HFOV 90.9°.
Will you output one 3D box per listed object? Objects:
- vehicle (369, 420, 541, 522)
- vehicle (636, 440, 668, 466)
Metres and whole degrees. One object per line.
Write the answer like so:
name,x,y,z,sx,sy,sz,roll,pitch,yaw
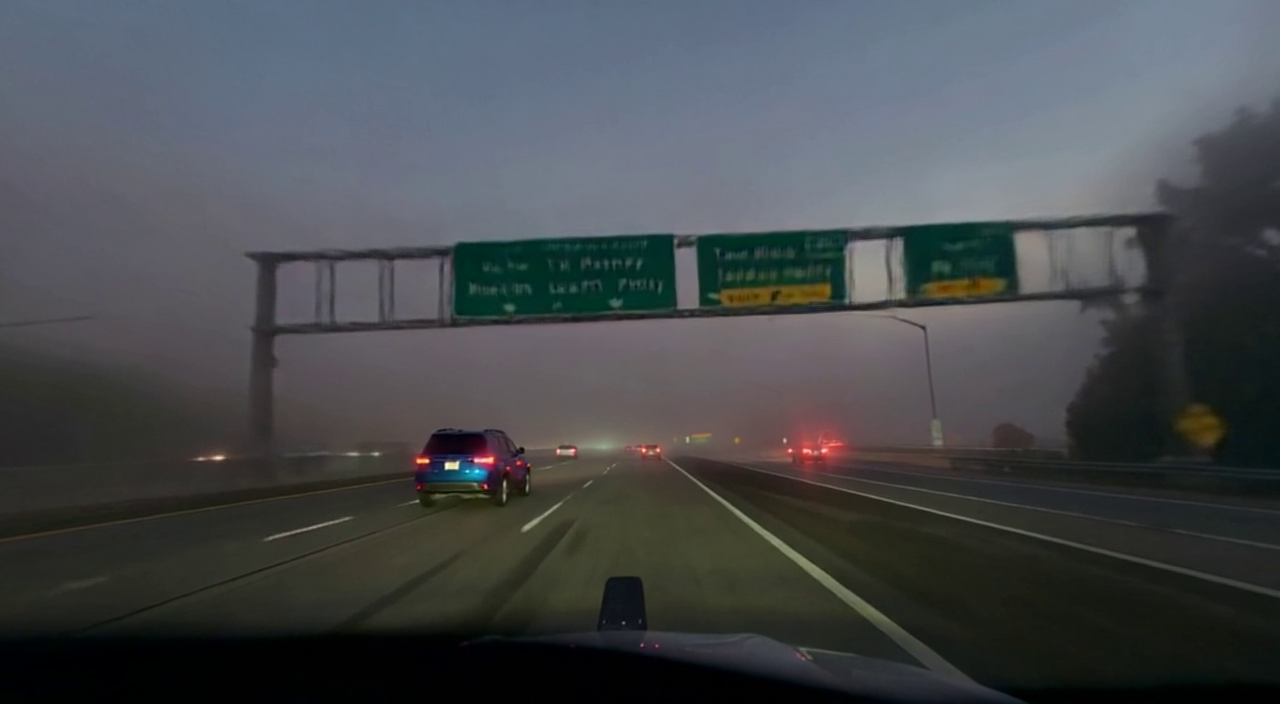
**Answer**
vehicle,-3.605,2.419,13.347,2.214,1.759,4.435,-1,-8,1
vehicle,0.751,6.709,42.085,2.023,1.589,4.030,0,-8,0
